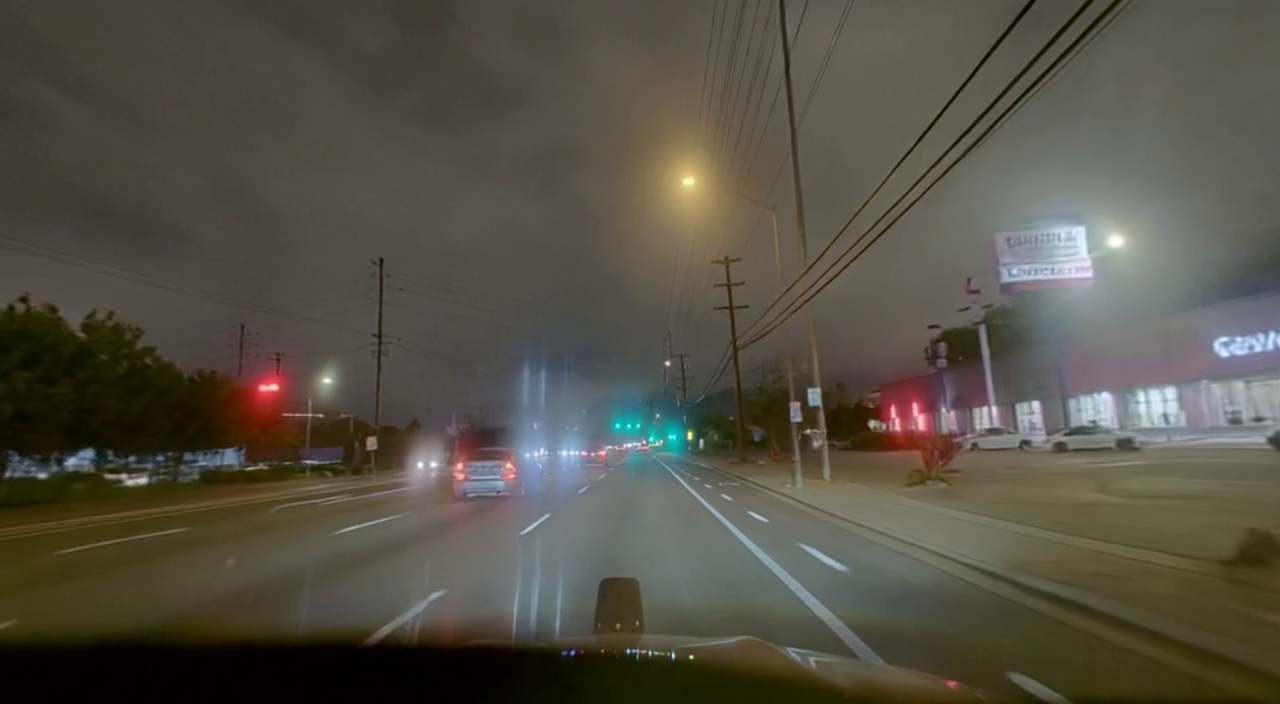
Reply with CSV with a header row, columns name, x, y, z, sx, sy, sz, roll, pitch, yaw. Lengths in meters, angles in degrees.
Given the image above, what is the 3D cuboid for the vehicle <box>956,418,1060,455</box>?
name,x,y,z,sx,sy,sz,roll,pitch,yaw
vehicle,16.552,3.828,28.298,4.497,1.548,1.997,5,-10,-30

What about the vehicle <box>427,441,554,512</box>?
name,x,y,z,sx,sy,sz,roll,pitch,yaw
vehicle,-3.446,2.969,15.493,1.942,1.469,4.426,0,-9,2

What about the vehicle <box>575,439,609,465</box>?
name,x,y,z,sx,sy,sz,roll,pitch,yaw
vehicle,-3.421,7.231,45.499,2.087,1.736,4.311,0,-9,0

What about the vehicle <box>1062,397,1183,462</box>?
name,x,y,z,sx,sy,sz,roll,pitch,yaw
vehicle,16.485,2.607,21.452,4.319,1.812,2.020,1,-10,-39
